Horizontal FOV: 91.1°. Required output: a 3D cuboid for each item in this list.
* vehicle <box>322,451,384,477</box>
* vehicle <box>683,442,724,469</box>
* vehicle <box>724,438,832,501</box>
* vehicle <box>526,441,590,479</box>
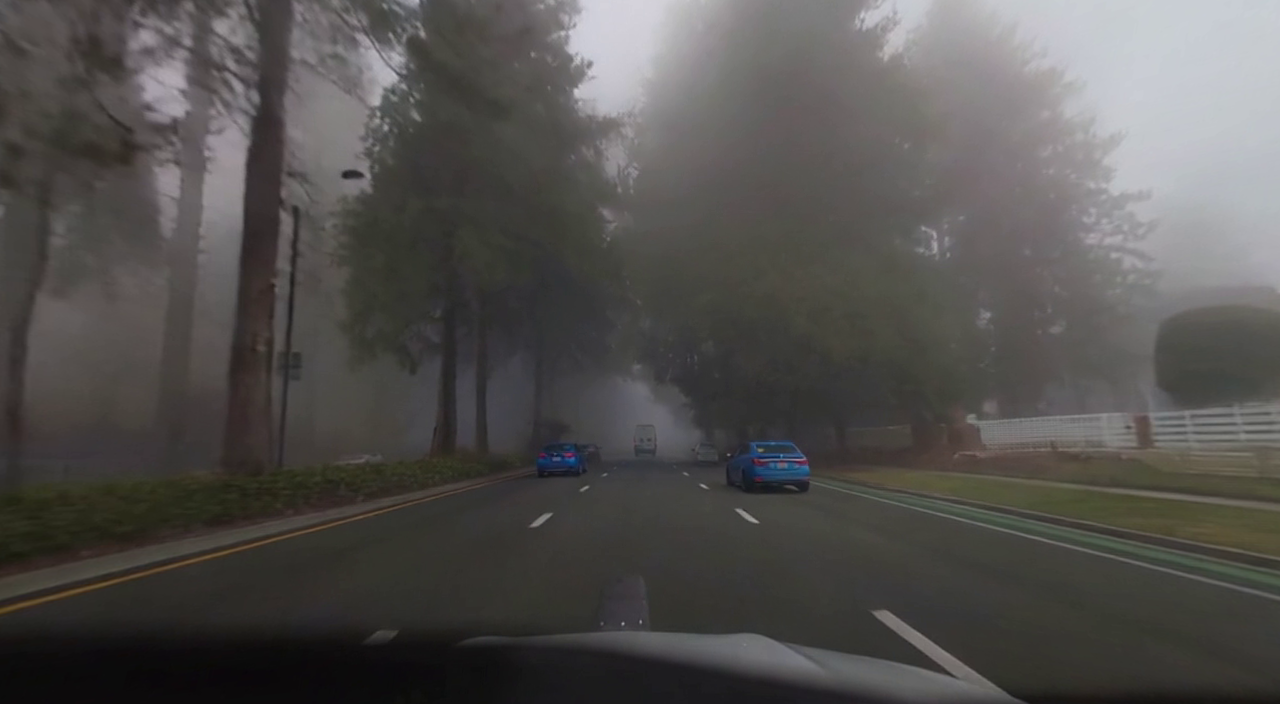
[{"bbox_3d":[-18.070,7.058,39.768,1.815,1.459,4.547,0,-8,0],"label":"vehicle"},{"bbox_3d":[3.749,6.199,37.749,1.905,1.520,4.340,0,-8,-1],"label":"vehicle"},{"bbox_3d":[3.551,3.103,17.051,1.945,1.469,4.258,0,-8,0],"label":"vehicle"},{"bbox_3d":[-3.393,4.560,26.859,2.036,1.474,4.647,0,-8,1],"label":"vehicle"}]
